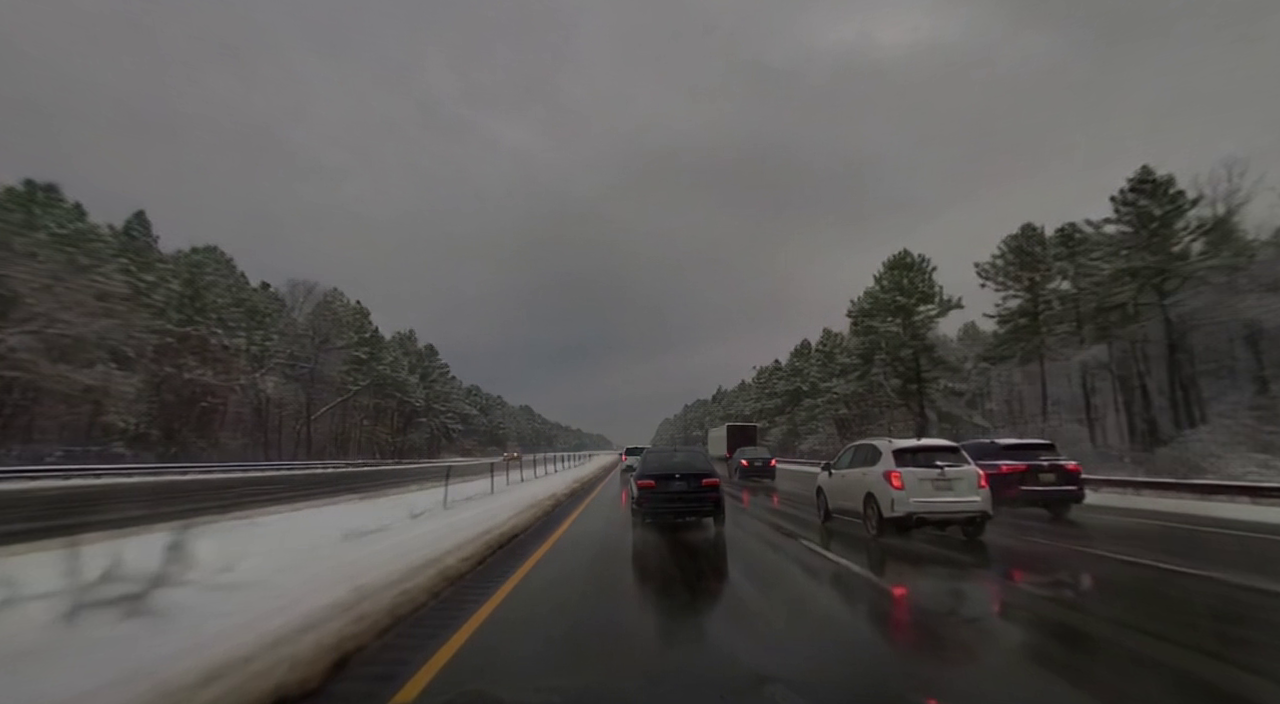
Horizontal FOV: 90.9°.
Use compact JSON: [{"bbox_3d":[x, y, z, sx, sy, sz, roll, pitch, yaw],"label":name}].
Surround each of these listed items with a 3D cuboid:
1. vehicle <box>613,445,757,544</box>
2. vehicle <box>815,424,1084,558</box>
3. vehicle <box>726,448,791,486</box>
[{"bbox_3d":[0.631,2.381,11.131,2.094,1.426,3.725,0,-9,-1],"label":"vehicle"},{"bbox_3d":[4.578,2.123,10.345,1.998,1.657,4.604,0,-9,-1],"label":"vehicle"},{"bbox_3d":[5.077,4.997,27.637,1.908,1.500,4.157,0,-9,-2],"label":"vehicle"}]
